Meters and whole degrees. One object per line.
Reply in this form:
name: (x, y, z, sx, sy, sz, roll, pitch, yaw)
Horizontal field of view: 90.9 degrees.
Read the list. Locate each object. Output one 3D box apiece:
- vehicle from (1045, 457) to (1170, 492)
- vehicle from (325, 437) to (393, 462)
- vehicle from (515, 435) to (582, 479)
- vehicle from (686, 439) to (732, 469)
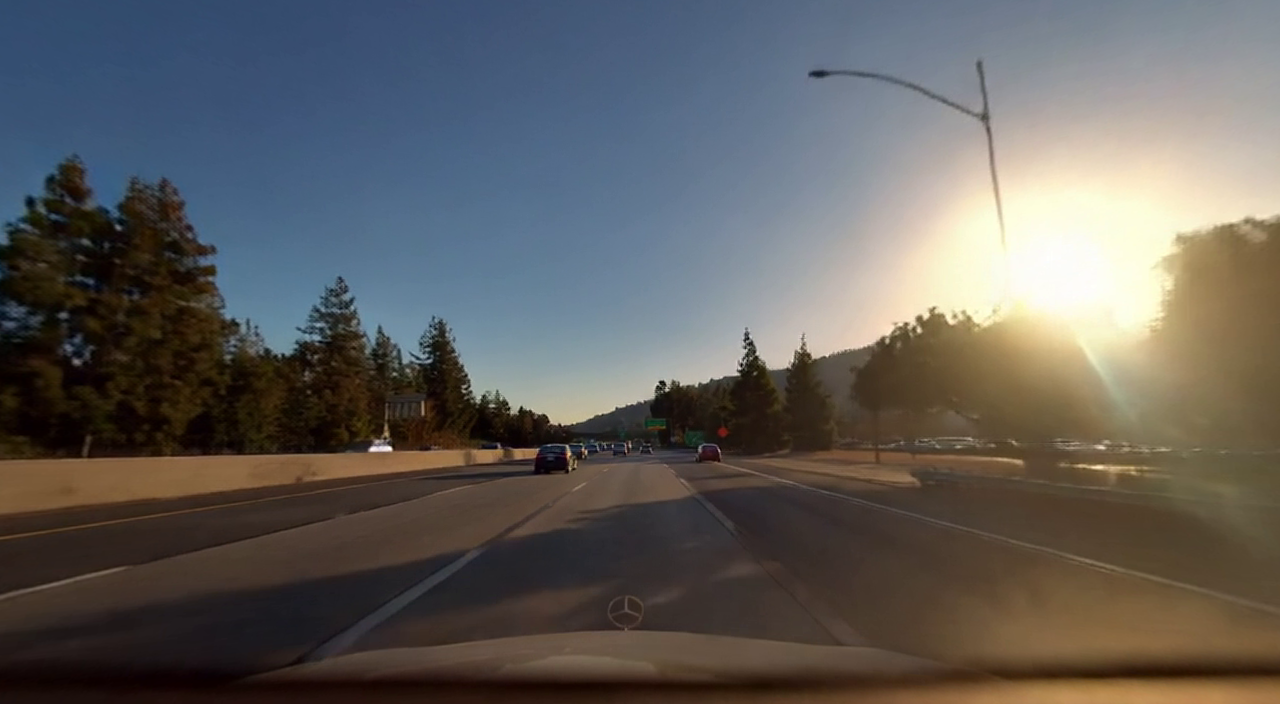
vehicle: (21.706, 5.648, 29.323, 4.578, 1.468, 2.021, 2, -9, -12)
vehicle: (-20.680, 7.215, 46.693, 2.244, 1.684, 5.795, 0, -8, 1)
vehicle: (-3.875, 4.532, 27.542, 2.196, 1.733, 4.355, 0, -8, 1)
vehicle: (4.065, 6.117, 38.006, 2.229, 1.704, 4.392, 0, -8, 0)
